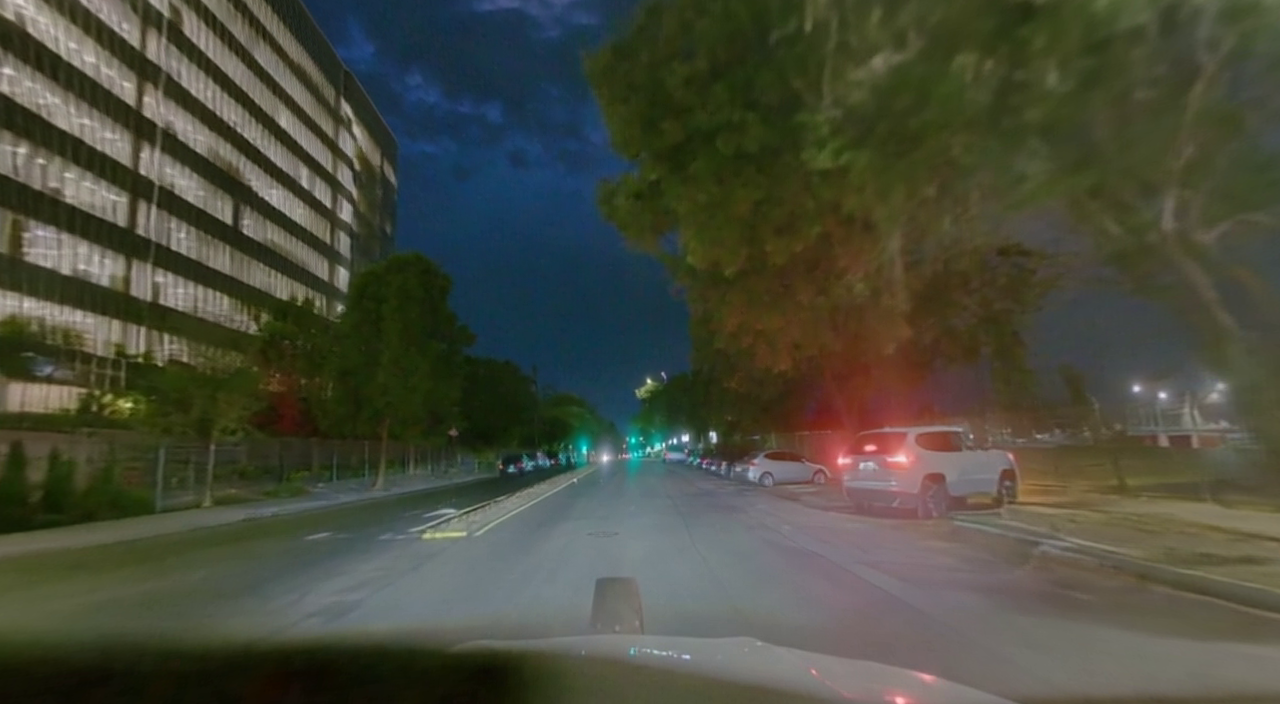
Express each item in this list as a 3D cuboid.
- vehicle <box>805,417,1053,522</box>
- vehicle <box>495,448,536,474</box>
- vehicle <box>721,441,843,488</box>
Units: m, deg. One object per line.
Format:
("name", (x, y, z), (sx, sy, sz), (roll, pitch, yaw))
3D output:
("vehicle", (6.421, 2.449, 13.973), (5.061, 1.829, 2.274), (2, -8, -29))
("vehicle", (-8.976, 7.872, 45.967), (2.172, 1.707, 4.273), (0, -8, -1))
("vehicle", (5.043, 3.938, 22.451), (3.752, 1.494, 2.083), (5, -9, -30))
